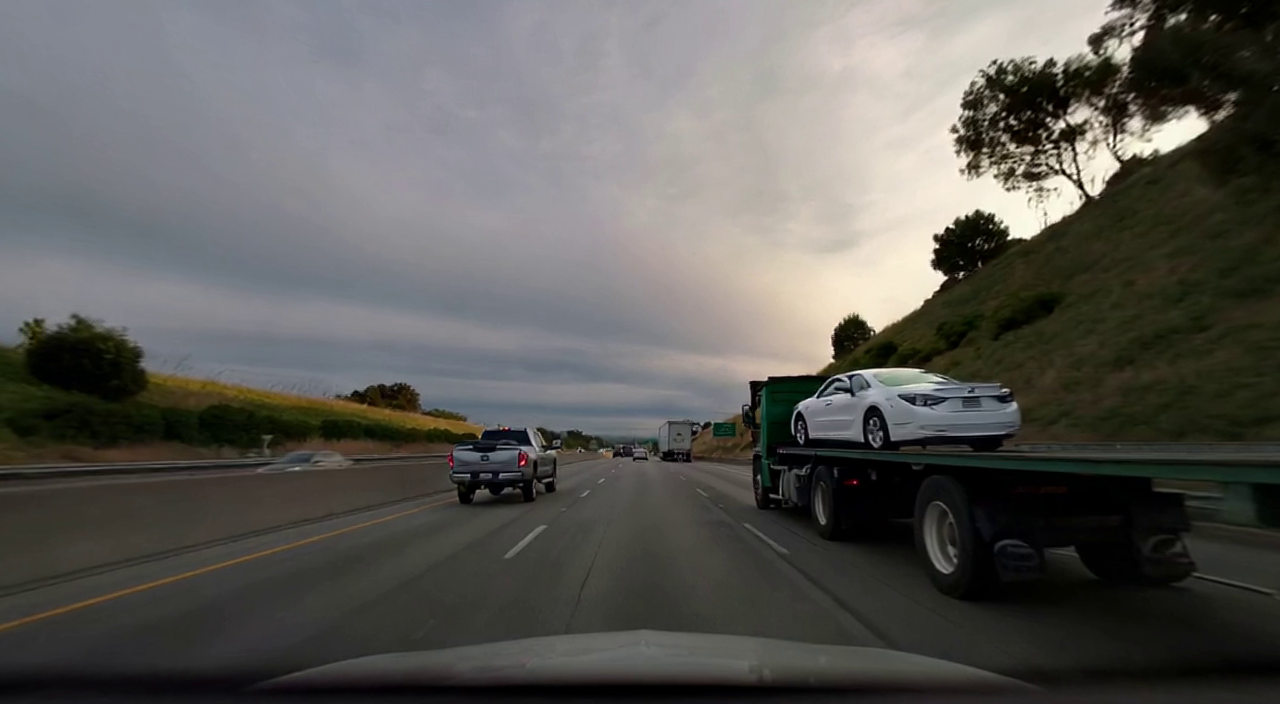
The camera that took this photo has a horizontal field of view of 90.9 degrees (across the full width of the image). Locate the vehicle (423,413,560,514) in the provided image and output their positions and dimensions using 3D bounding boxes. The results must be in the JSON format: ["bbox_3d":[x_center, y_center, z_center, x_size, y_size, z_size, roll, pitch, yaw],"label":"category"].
[{"bbox_3d":[-3.308,2.617,15.122,2.142,2.044,4.446,0,-9,1],"label":"vehicle"}]

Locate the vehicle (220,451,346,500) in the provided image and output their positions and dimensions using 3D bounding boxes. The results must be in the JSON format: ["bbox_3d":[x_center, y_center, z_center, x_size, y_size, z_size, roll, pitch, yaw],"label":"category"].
[{"bbox_3d":[-11.833,4.080,21.269,1.706,1.473,4.346,0,-9,0],"label":"vehicle"}]
